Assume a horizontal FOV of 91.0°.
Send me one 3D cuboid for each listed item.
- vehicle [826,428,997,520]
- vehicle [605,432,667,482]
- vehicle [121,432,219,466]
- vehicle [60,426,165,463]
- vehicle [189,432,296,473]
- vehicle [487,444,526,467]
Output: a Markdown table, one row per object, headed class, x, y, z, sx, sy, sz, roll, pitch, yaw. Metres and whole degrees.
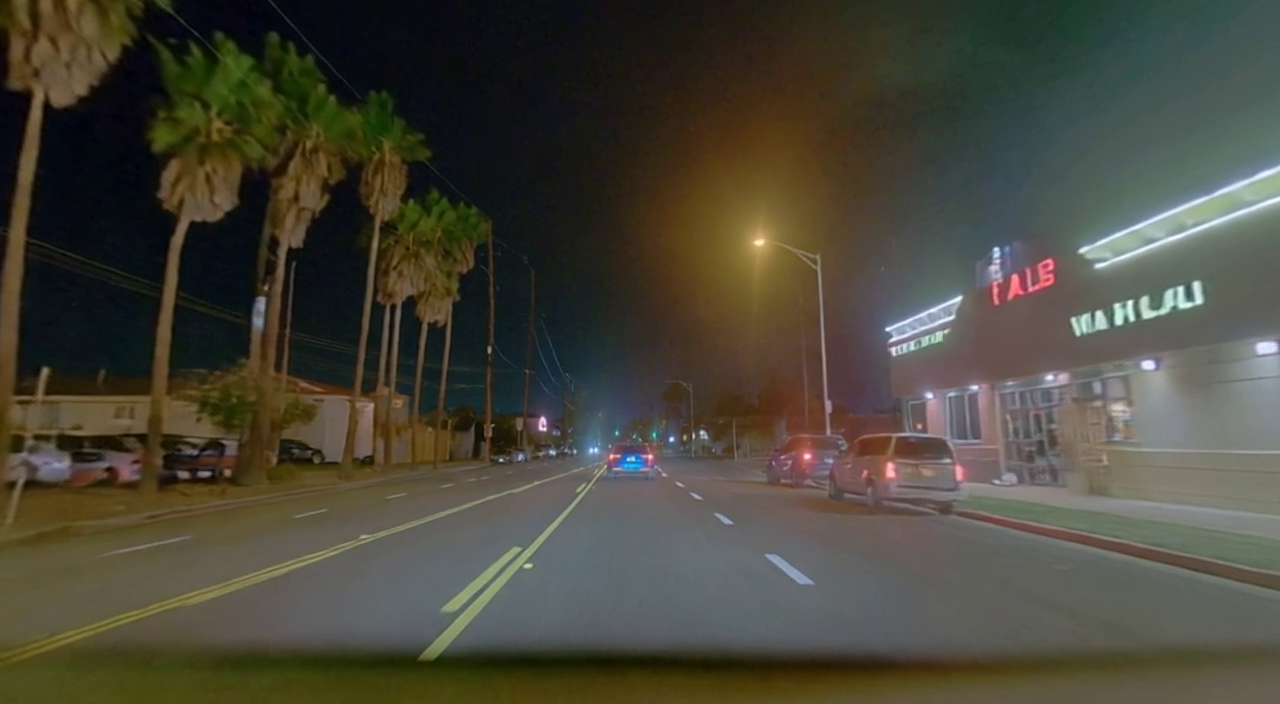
| class | x | y | z | sx | sy | sz | roll | pitch | yaw |
| --- | --- | --- | --- | --- | --- | --- | --- | --- | --- |
| vehicle | 5.993 | 2.723 | 14.613 | 1.945 | 1.791 | 4.460 | 0 | -8 | 0 |
| vehicle | -0.179 | 4.185 | 25.287 | 2.264 | 1.798 | 4.563 | 0 | -8 | -1 |
| vehicle | -22.906 | 4.755 | 30.924 | 1.829 | 1.492 | 4.487 | 1 | -8 | -8 |
| vehicle | -27.907 | 4.926 | 33.522 | 2.053 | 1.777 | 4.503 | 1 | -8 | -7 |
| vehicle | -17.588 | 4.471 | 28.190 | 2.084 | 1.678 | 4.707 | 1 | -8 | -6 |
| vehicle | -10.500 | 8.146 | 49.715 | 2.075 | 1.693 | 4.696 | 0 | -8 | -1 |
